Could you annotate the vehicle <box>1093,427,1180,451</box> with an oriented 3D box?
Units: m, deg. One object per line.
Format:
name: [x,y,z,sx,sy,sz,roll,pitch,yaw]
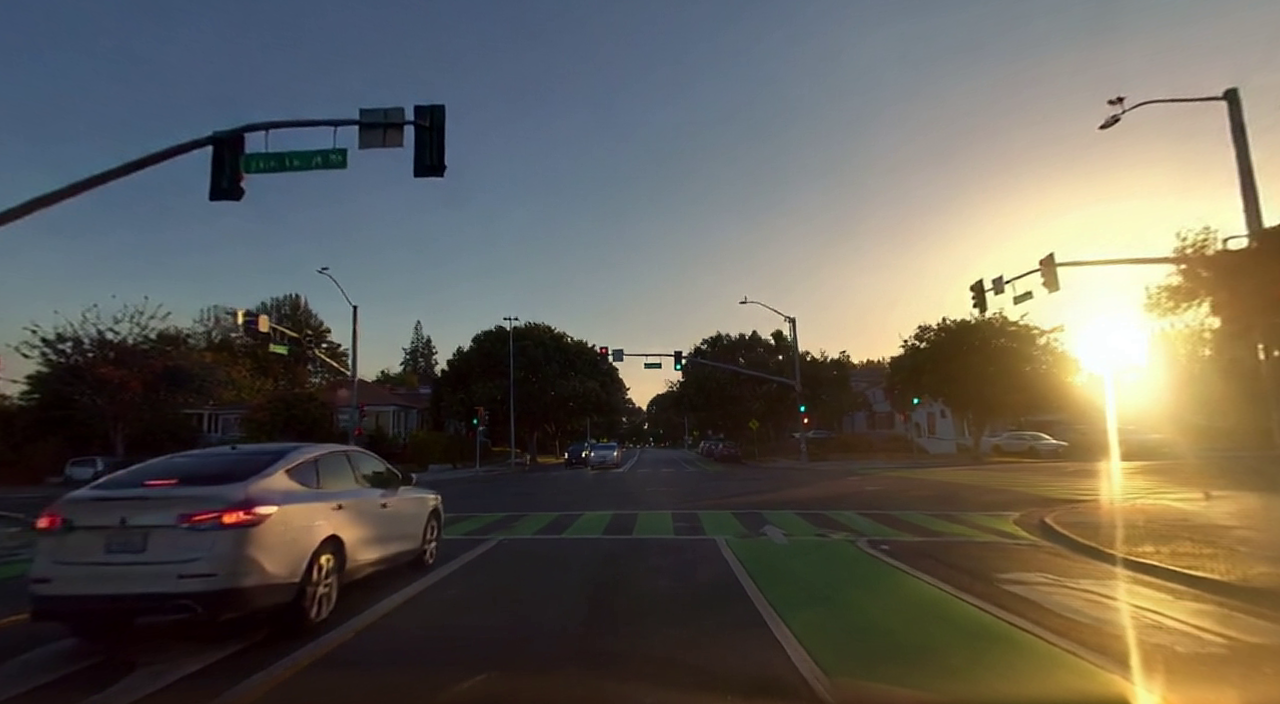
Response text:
vehicle: [30.779,5.455,39.196,1.837,1.396,4.695,-1,-9,4]

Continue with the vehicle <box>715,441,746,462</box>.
vehicle: [6.935,7.653,48.488,1.891,1.584,3.802,0,-9,2]

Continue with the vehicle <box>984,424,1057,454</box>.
vehicle: [23.803,5.519,39.574,1.964,1.759,4.583,-1,-9,4]

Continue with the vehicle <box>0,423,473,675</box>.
vehicle: [-3.328,1.546,6.232,1.904,1.489,4.746,0,-9,2]

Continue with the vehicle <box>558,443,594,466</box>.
vehicle: [-4.799,7.728,47.583,1.982,1.686,4.195,-1,-9,4]

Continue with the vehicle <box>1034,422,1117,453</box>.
vehicle: [26.965,5.354,39.176,2.033,1.821,4.542,0,-9,2]

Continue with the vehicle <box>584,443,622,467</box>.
vehicle: [-2.325,6.659,40.804,1.982,1.472,4.103,-1,-9,3]
